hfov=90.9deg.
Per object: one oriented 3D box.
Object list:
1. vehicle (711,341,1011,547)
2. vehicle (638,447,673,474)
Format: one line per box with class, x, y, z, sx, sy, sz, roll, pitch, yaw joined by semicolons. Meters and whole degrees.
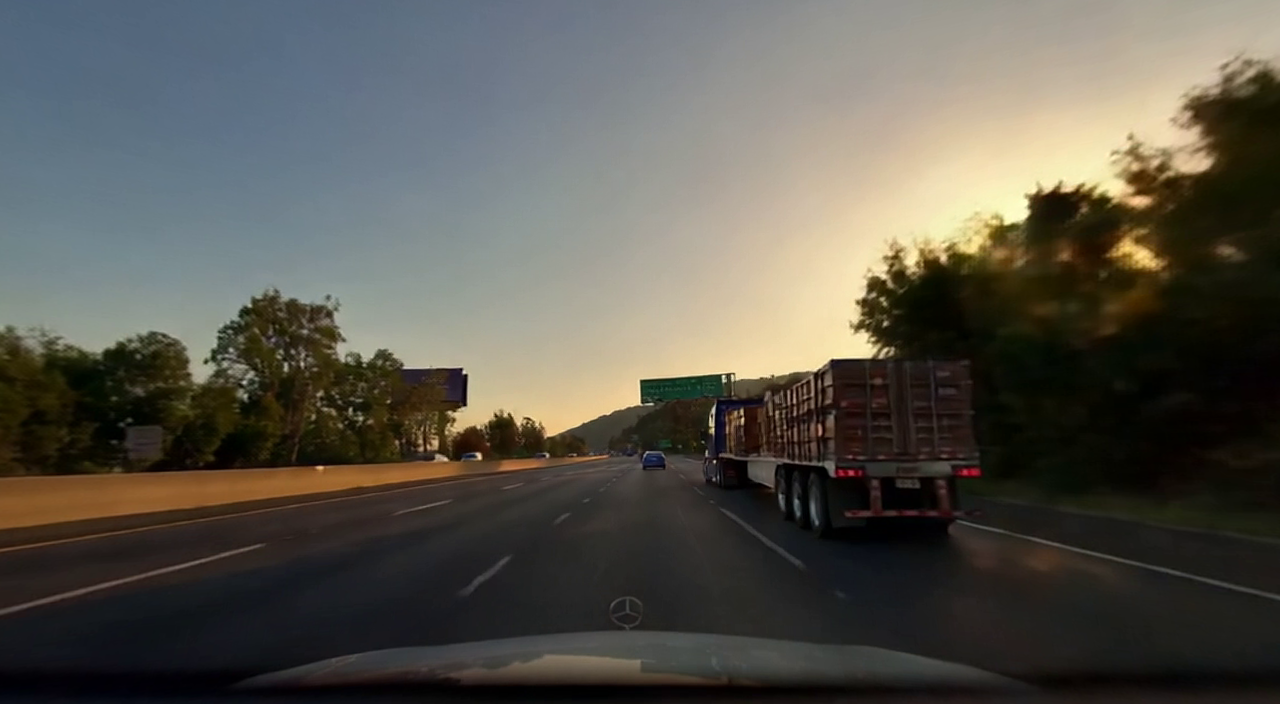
vehicle;4.437;2.771;19.118;2.917;3.179;18.723;0;-8;1
vehicle;0.946;6.693;39.051;2.042;1.528;4.300;0;-8;0
